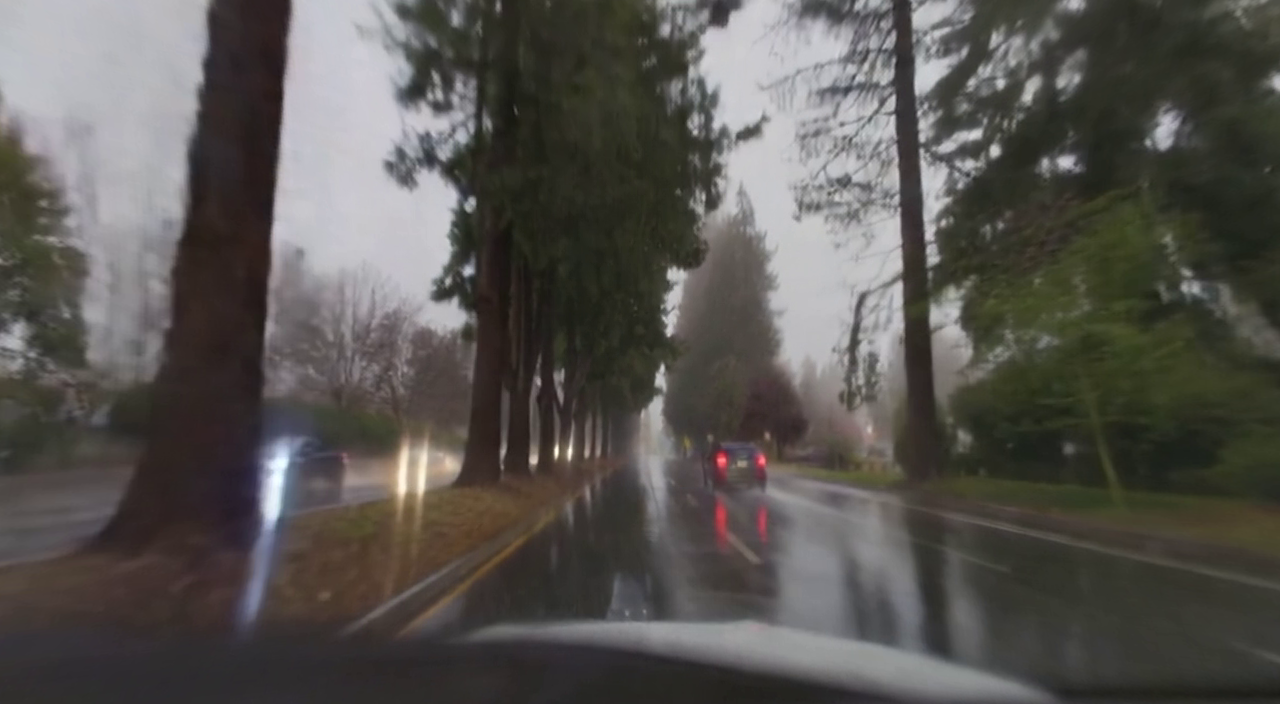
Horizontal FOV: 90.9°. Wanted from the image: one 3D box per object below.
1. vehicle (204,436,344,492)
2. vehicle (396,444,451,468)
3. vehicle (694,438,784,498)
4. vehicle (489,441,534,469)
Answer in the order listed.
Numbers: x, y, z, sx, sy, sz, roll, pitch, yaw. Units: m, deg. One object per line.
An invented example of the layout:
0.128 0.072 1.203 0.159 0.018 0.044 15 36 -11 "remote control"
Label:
-11.581 3.554 20.362 1.879 1.563 4.322 0 -8 0 "vehicle"
-14.283 6.862 41.802 2.094 1.504 4.283 0 -9 1 "vehicle"
3.051 3.688 20.524 2.108 1.712 4.616 0 -9 -1 "vehicle"
-8.507 6.862 42.121 2.070 1.703 4.301 0 -9 0 "vehicle"
